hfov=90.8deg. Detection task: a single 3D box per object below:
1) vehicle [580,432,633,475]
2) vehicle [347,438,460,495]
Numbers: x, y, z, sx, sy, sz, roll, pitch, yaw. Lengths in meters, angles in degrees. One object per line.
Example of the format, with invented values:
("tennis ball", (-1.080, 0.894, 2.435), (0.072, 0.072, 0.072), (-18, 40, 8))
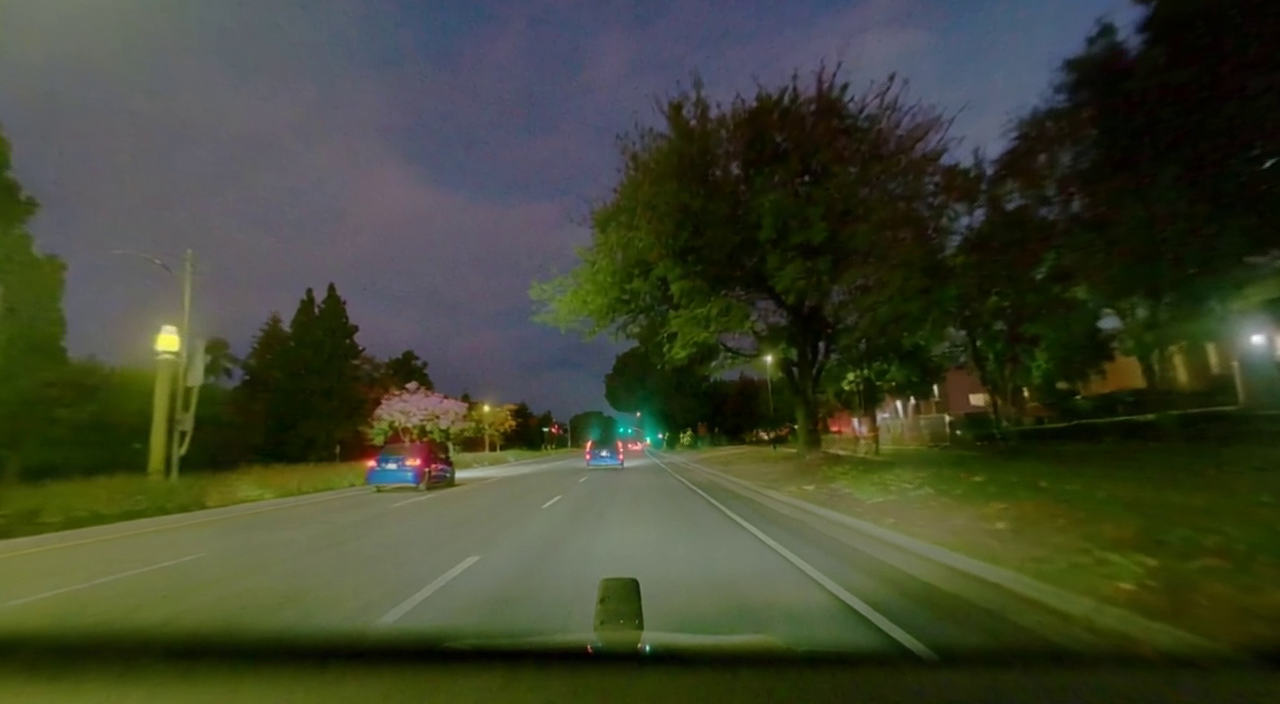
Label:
("vehicle", (-1.438, 4.569, 28.625), (2.070, 1.764, 4.552), (-1, -8, 1))
("vehicle", (-7.611, 3.696, 20.878), (1.993, 1.657, 4.487), (-1, -8, 0))
